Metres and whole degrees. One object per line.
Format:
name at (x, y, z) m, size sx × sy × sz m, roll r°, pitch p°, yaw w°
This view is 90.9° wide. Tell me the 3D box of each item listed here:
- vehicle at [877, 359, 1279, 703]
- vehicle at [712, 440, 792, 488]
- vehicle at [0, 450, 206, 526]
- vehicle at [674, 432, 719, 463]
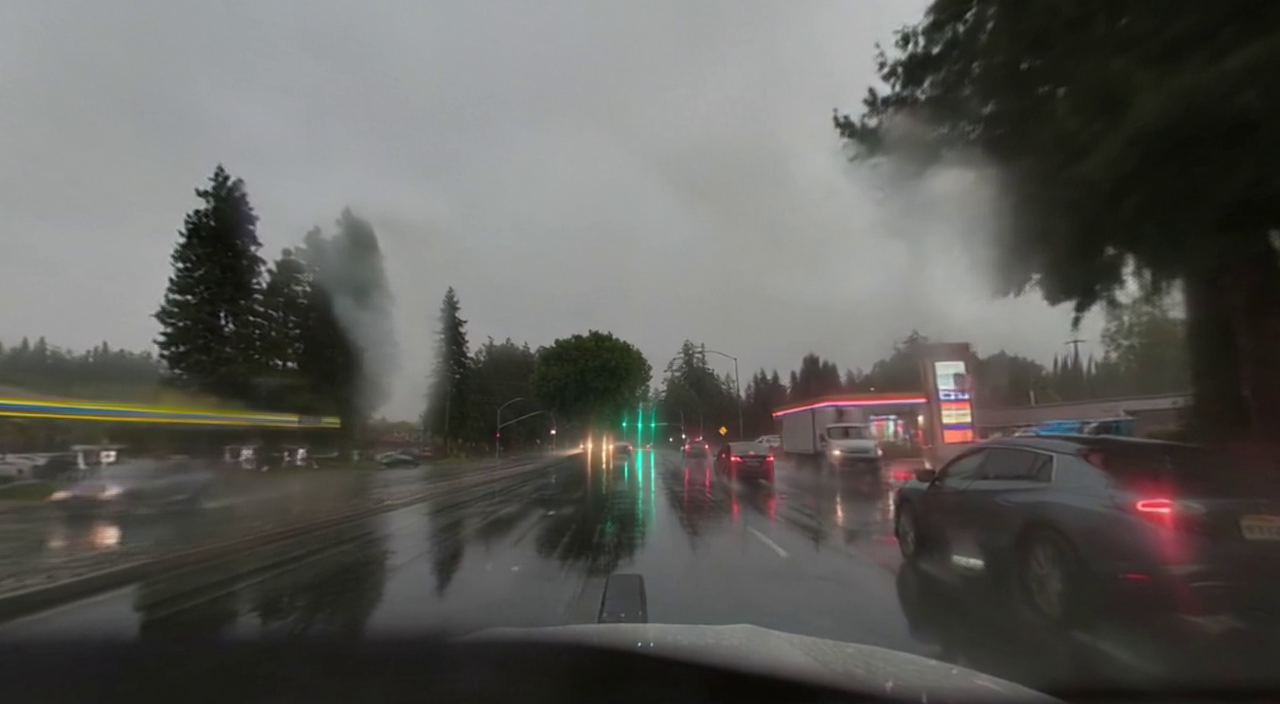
vehicle at (3.641, 1.151, 4.570) m, size 1.875 × 1.665 × 4.931 m, roll 0°, pitch -8°, yaw 0°
vehicle at (3.654, 3.719, 21.297) m, size 1.871 × 1.442 × 4.122 m, roll 0°, pitch -8°, yaw -1°
vehicle at (-14.182, 3.327, 16.191) m, size 2.031 × 1.539 × 5.646 m, roll 0°, pitch -8°, yaw 0°
vehicle at (3.765, 6.543, 43.125) m, size 2.611 × 1.983 × 5.165 m, roll 0°, pitch -8°, yaw 0°
